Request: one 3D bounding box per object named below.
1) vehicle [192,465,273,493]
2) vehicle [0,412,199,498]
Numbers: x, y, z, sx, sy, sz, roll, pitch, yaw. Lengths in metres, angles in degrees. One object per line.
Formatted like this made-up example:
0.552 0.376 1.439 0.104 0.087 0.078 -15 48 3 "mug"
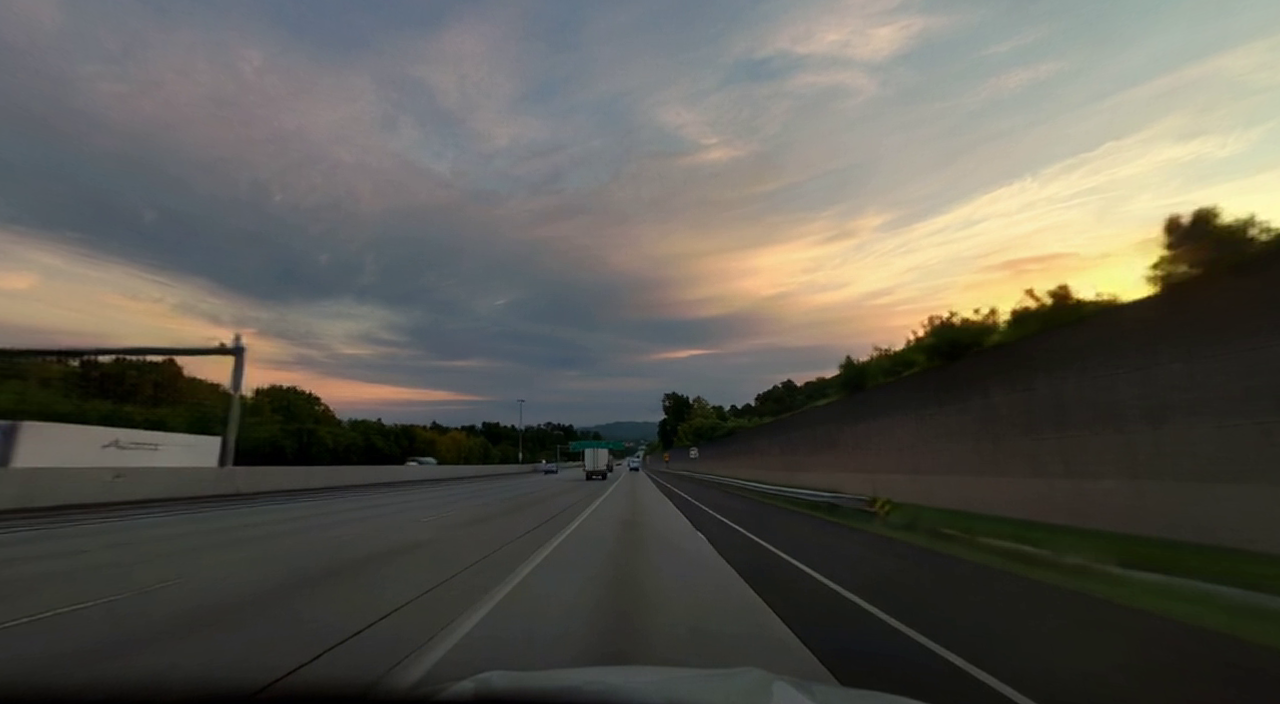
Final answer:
-22.060 6.859 34.272 1.703 1.392 3.944 1 -11 1 "vehicle"
-29.807 5.600 33.548 2.829 3.757 13.574 1 -11 0 "vehicle"
